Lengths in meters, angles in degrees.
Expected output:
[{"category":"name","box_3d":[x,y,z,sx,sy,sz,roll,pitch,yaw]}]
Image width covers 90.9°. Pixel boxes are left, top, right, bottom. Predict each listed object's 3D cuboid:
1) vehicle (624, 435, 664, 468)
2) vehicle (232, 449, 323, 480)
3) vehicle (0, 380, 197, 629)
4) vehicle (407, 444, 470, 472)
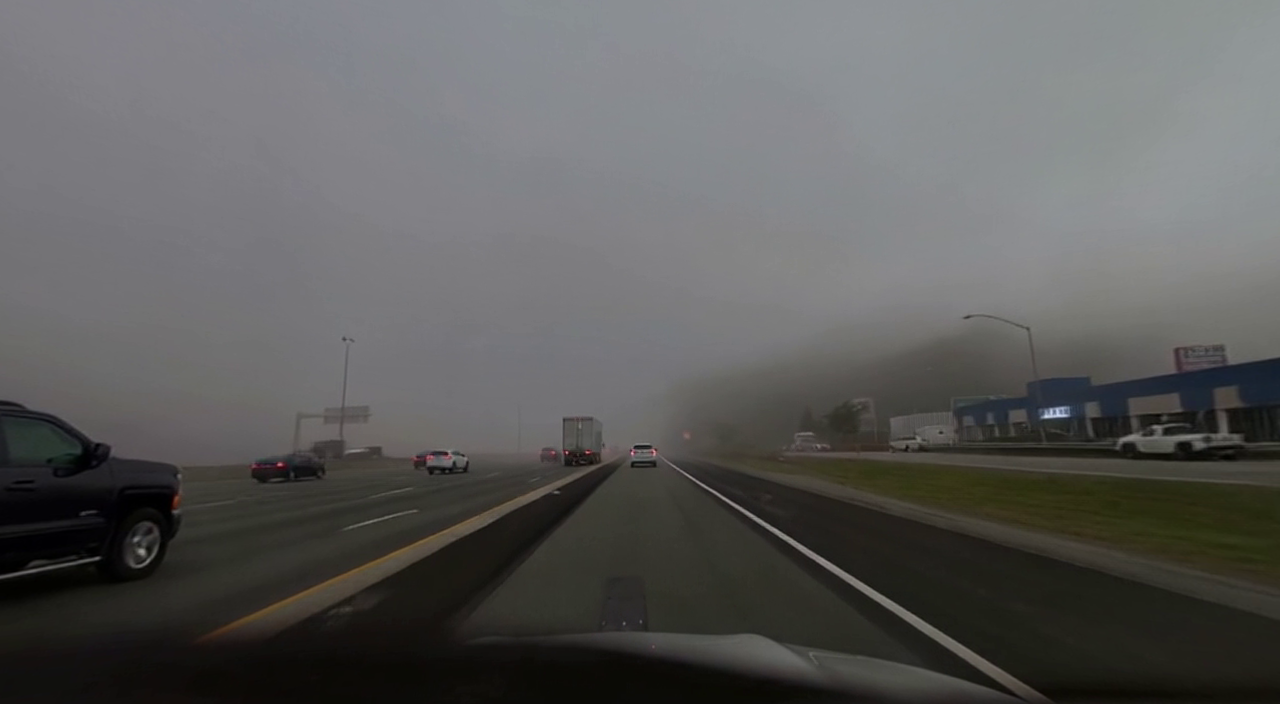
[{"category":"vehicle","box_3d":[0.272,5.882,37.488,2.227,1.794,4.646,0,-8,1]},{"category":"vehicle","box_3d":[-19.030,5.916,33.382,1.899,1.478,4.640,-1,-8,3]},{"category":"vehicle","box_3d":[-5.784,1.053,4.189,2.200,1.793,4.586,0,-8,2]},{"category":"vehicle","box_3d":[-11.594,6.120,36.716,1.928,1.480,4.823,0,-8,2]}]
